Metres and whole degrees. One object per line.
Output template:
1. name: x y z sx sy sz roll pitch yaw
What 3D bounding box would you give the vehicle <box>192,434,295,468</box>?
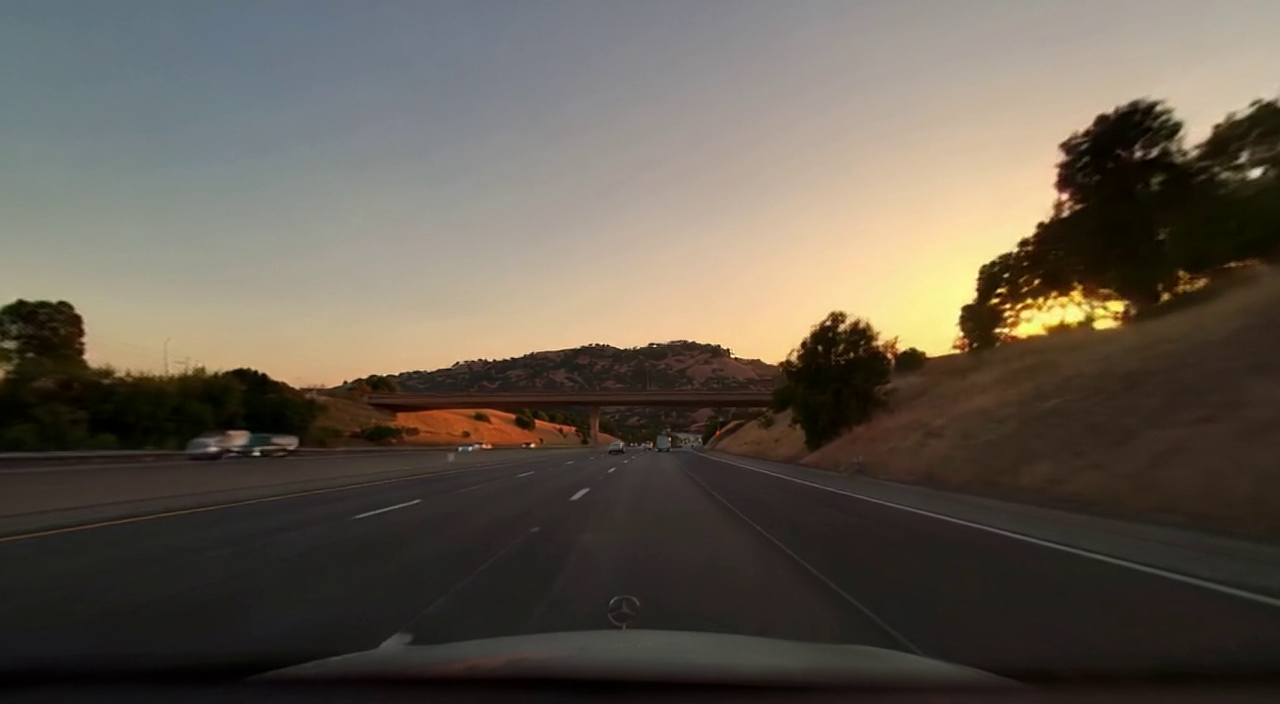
1. vehicle: -24.163 6.082 38.792 2.342 1.928 5.955 0 -9 1
